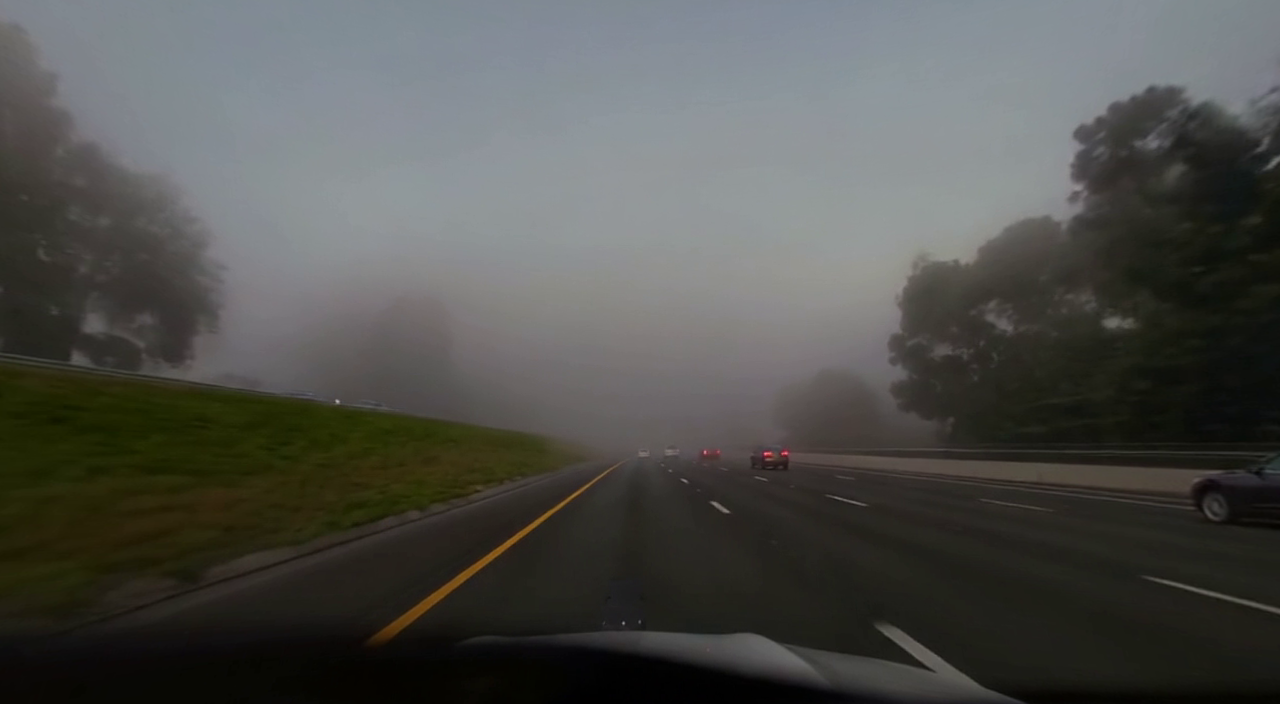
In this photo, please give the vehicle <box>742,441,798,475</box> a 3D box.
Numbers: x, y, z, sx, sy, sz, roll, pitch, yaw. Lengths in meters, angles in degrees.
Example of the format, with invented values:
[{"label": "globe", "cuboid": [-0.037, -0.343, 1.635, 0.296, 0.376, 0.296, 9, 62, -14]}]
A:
[{"label": "vehicle", "cuboid": [7.100, 5.840, 34.881, 2.048, 1.697, 4.689, 0, -8, -1]}]
